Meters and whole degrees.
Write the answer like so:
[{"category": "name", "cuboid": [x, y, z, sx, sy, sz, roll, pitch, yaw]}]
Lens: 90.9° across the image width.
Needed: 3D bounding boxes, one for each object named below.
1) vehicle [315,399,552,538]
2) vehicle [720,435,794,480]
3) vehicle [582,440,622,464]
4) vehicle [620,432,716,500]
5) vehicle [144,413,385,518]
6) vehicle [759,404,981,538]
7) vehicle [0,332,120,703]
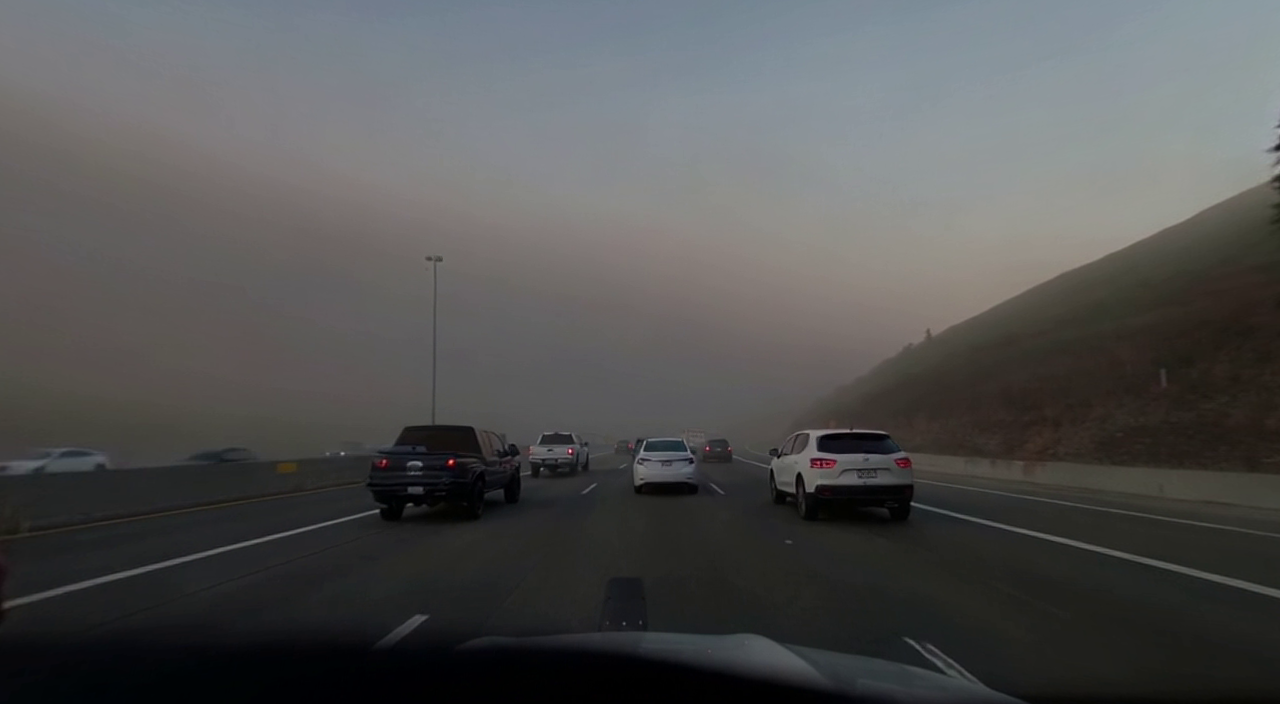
[{"category": "vehicle", "cuboid": [-3.228, 1.987, 11.440, 2.301, 1.902, 5.374, 0, -8, 2]}, {"category": "vehicle", "cuboid": [4.157, 3.832, 23.135, 1.930, 1.474, 4.376, 0, -8, 1]}, {"category": "vehicle", "cuboid": [-2.272, 6.113, 38.664, 1.973, 1.378, 3.677, -1, -8, 4]}, {"category": "vehicle", "cuboid": [0.651, 2.820, 16.022, 2.105, 1.471, 4.349, 0, -8, 1]}, {"category": "vehicle", "cuboid": [-7.476, 2.308, 13.347, 2.017, 1.810, 4.782, 0, -8, 2]}, {"category": "vehicle", "cuboid": [3.481, 1.906, 10.688, 2.046, 1.765, 4.534, 0, -8, 0]}, {"category": "vehicle", "cuboid": [-3.604, 0.541, 0.728, 2.179, 1.723, 4.410, 0, -8, 1]}]
